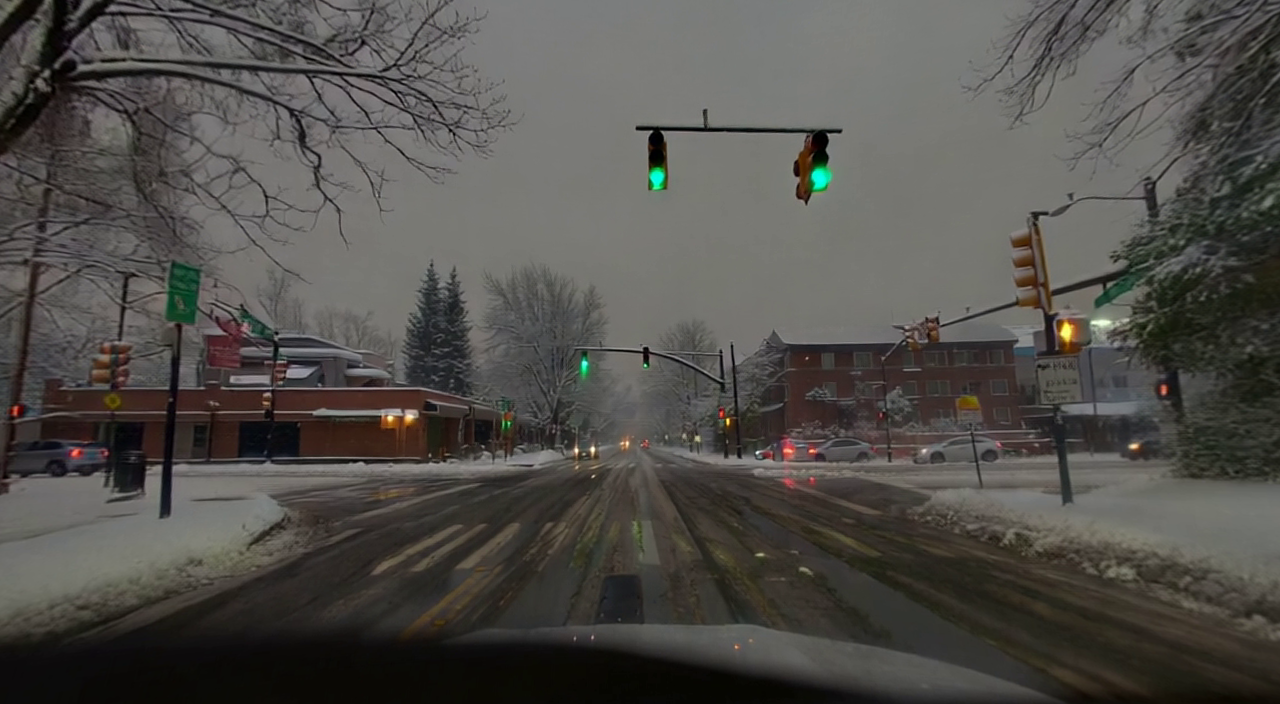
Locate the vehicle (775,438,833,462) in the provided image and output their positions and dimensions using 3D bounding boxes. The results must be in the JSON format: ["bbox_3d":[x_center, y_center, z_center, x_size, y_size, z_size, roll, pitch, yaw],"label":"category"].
[{"bbox_3d":[11.100,6.616,42.262,1.955,1.508,4.295,-8,-12,42],"label":"vehicle"}]

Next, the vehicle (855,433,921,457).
[{"bbox_3d":[16.927,6.336,42.695,4.522,1.546,1.941,6,-11,-34],"label":"vehicle"}]

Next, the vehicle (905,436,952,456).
[{"bbox_3d":[21.813,7.143,47.503,1.923,1.463,3.758,-1,-9,3],"label":"vehicle"}]

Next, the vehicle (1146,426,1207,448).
[{"bbox_3d":[41.061,6.538,48.065,1.682,1.422,3.422,3,-10,1],"label":"vehicle"}]

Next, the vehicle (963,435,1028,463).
[{"bbox_3d":[20.972,5.725,37.120,1.851,1.388,3.475,0,-5,0],"label":"vehicle"}]
